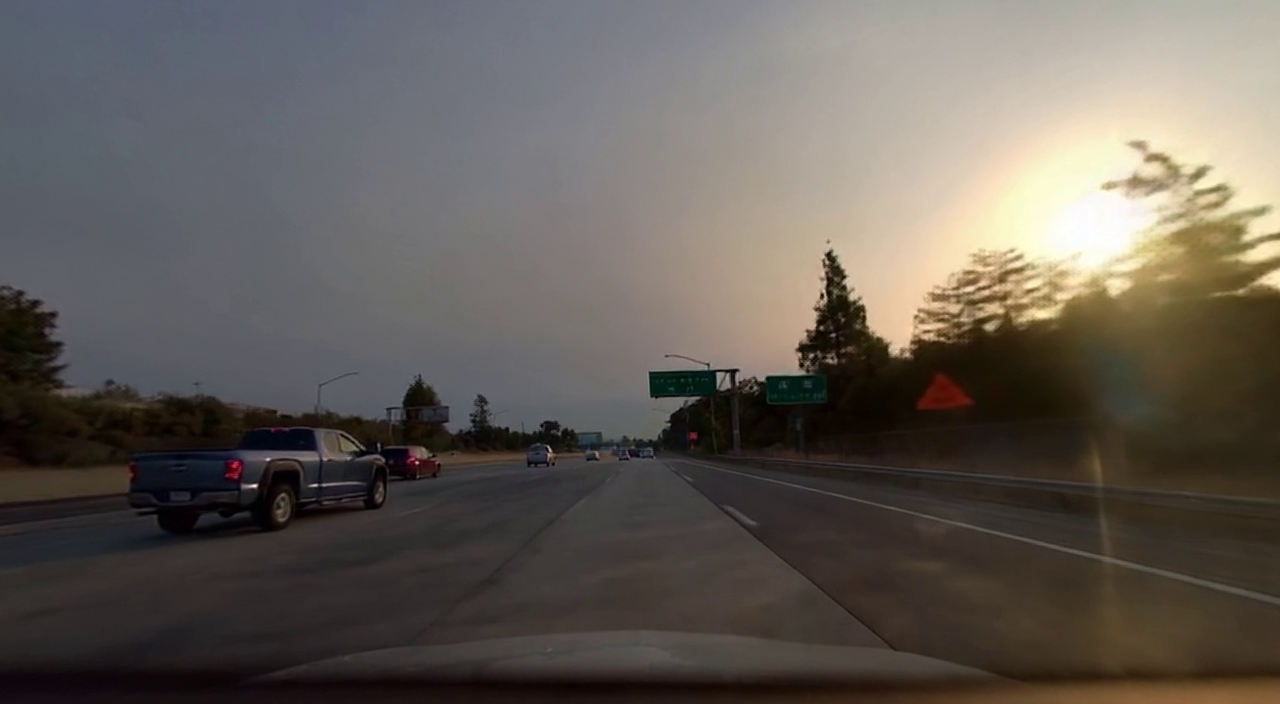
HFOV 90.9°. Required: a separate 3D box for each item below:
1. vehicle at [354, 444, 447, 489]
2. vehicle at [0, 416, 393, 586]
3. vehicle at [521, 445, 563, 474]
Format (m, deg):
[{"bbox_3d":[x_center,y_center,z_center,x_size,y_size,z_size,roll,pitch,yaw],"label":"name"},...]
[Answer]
[{"bbox_3d":[-9.799,4.683,26.256,2.060,1.662,4.469,0,-8,1],"label":"vehicle"},{"bbox_3d":[-6.340,2.040,9.868,2.403,1.773,6.276,0,-8,0],"label":"vehicle"},{"bbox_3d":[-6.228,6.844,40.579,2.009,1.735,4.358,0,-8,0],"label":"vehicle"}]
